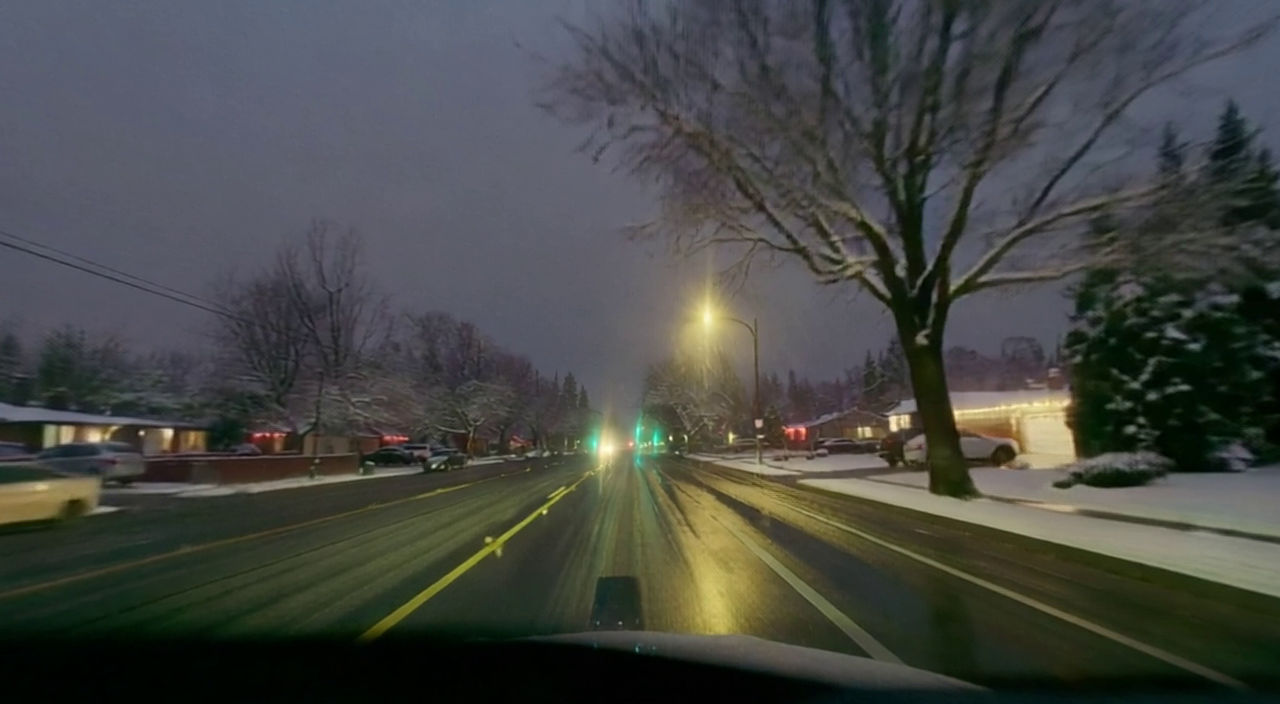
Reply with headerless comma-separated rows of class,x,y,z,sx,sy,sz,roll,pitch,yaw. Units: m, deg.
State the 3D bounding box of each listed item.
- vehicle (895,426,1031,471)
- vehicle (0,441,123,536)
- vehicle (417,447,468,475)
vehicle,13.602,4.094,26.817,4.629,1.770,1.959,0,-8,0
vehicle,-12.642,2.546,11.880,2.110,1.709,4.426,0,-8,-1
vehicle,-12.826,7.069,41.252,1.936,1.504,4.456,-2,-7,-1
